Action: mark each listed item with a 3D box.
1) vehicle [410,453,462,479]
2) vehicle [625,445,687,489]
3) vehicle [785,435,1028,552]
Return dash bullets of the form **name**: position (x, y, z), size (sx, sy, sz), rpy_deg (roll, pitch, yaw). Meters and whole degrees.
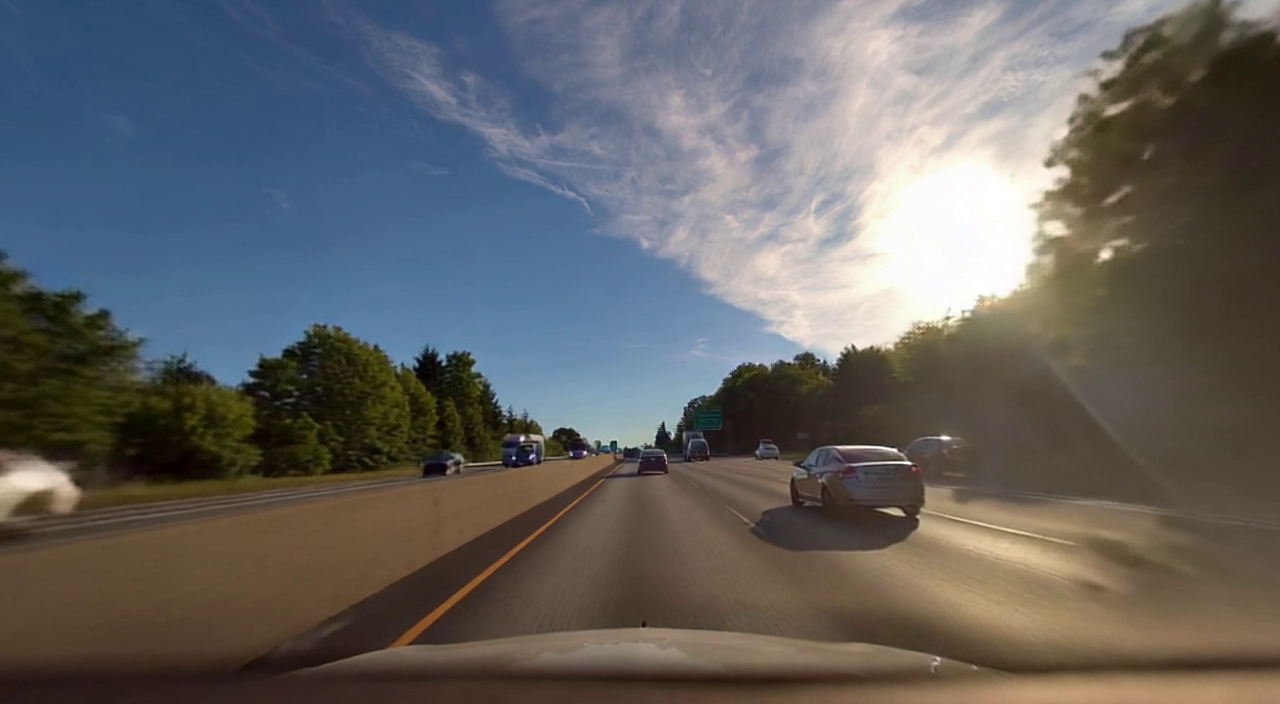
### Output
- **vehicle**: position (-14.061, 7.843, 43.665), size (2.095, 1.670, 4.187), rpy_deg (-1, -9, 2)
- **vehicle**: position (0.571, 4.366, 24.309), size (2.177, 1.520, 4.278), rpy_deg (0, -9, 1)
- **vehicle**: position (3.939, 2.165, 10.311), size (2.029, 1.475, 4.279), rpy_deg (0, -9, -1)
